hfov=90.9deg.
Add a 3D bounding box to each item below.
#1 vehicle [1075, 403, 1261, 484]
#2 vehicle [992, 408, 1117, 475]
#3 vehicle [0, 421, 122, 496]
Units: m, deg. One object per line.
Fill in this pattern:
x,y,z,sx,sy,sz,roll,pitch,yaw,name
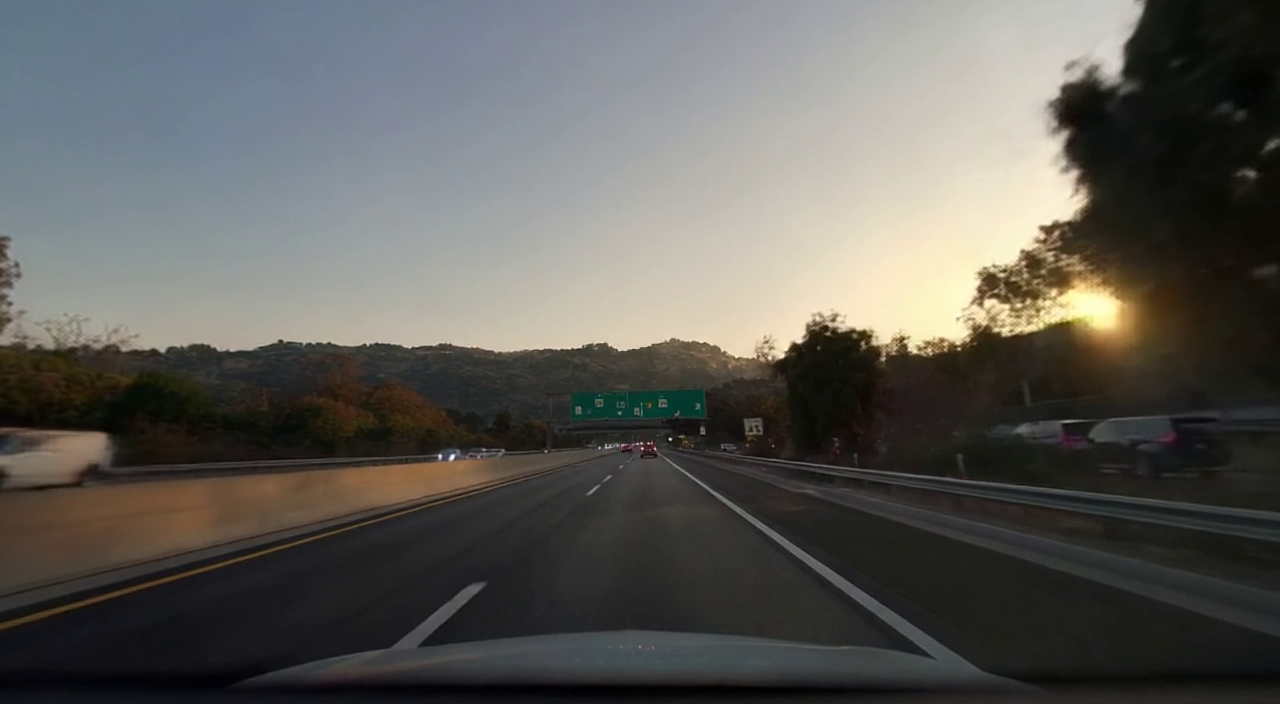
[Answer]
28.163,4.976,34.362,2.860,3.829,8.079,0,-8,-1,vehicle
28.072,6.181,43.332,2.913,4.062,8.275,1,-9,1,vehicle
-31.277,5.319,31.723,2.942,3.464,8.554,-1,-8,1,vehicle
